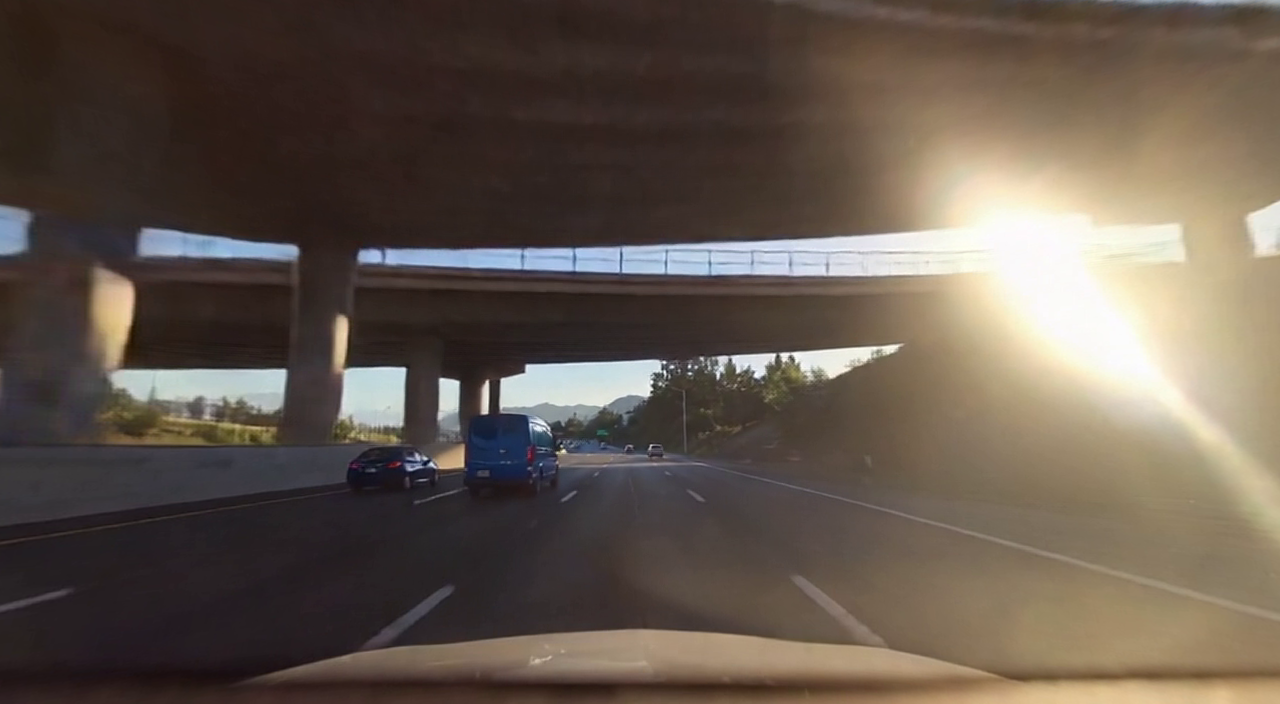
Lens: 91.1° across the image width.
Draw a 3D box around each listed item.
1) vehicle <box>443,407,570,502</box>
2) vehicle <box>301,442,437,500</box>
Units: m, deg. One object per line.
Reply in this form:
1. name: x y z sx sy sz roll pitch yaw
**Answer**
1. vehicle: -3.536 2.883 17.931 2.372 2.248 5.393 -1 -9 1
2. vehicle: -7.994 3.528 19.118 1.987 1.490 4.781 -1 -9 0
